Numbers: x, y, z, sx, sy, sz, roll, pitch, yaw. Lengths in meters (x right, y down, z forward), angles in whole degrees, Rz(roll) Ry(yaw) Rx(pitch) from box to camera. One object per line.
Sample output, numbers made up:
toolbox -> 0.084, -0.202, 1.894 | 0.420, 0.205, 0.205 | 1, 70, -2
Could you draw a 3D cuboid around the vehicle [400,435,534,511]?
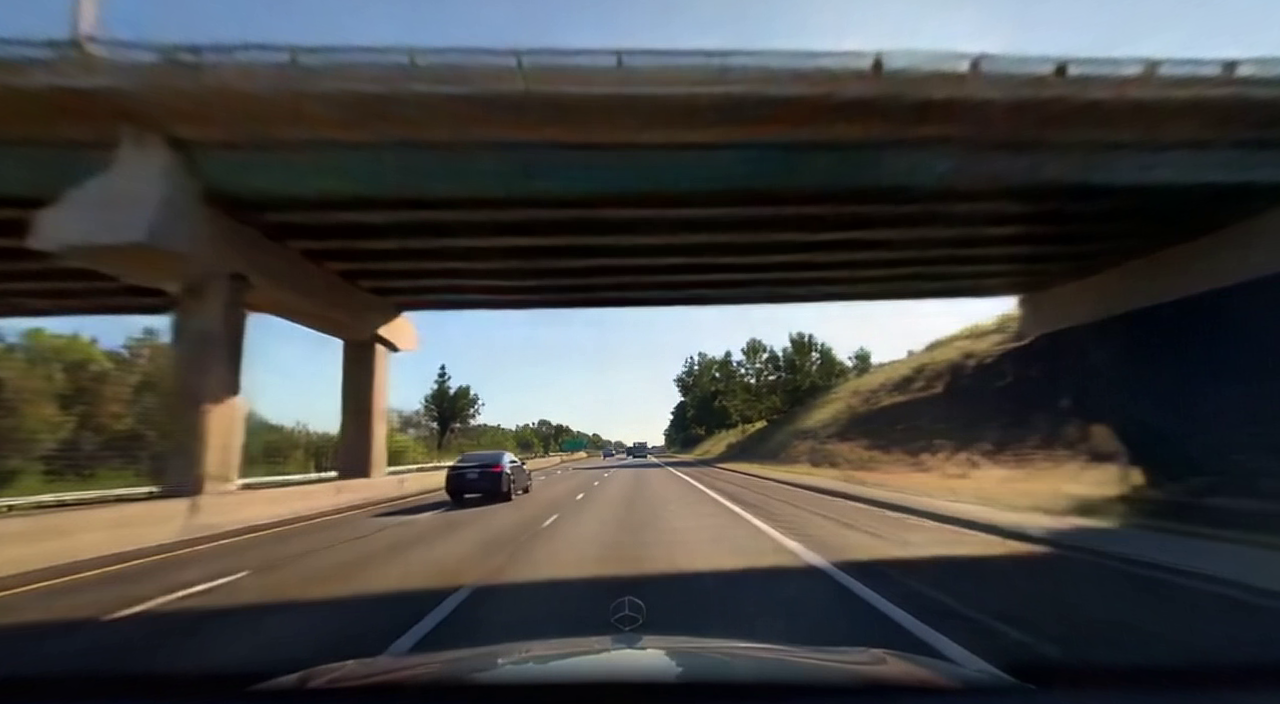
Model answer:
vehicle -> -4.137, 2.967, 15.962 | 2.076, 1.637, 4.526 | 0, -9, 0
